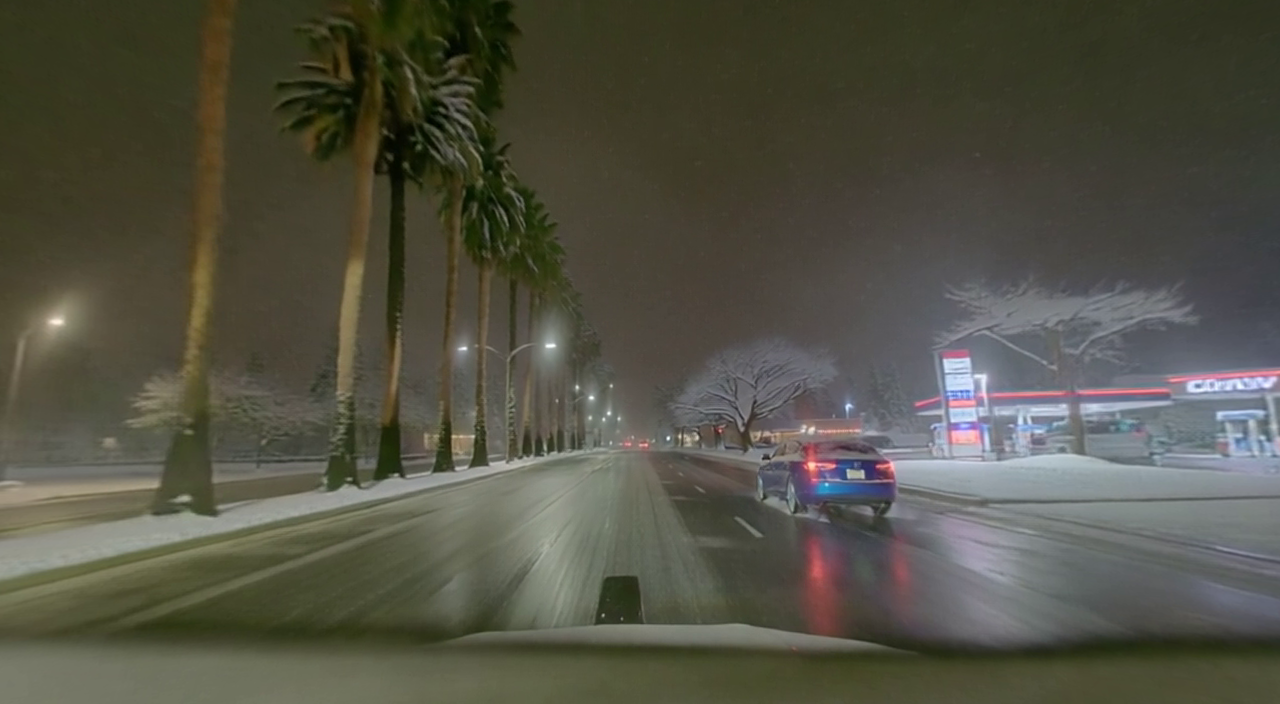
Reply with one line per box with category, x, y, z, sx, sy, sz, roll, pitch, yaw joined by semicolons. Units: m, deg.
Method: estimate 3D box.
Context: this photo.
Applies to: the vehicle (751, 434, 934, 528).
vehicle;3.508;2.307;11.933;1.978;1.442;4.262;0;-8;-1
